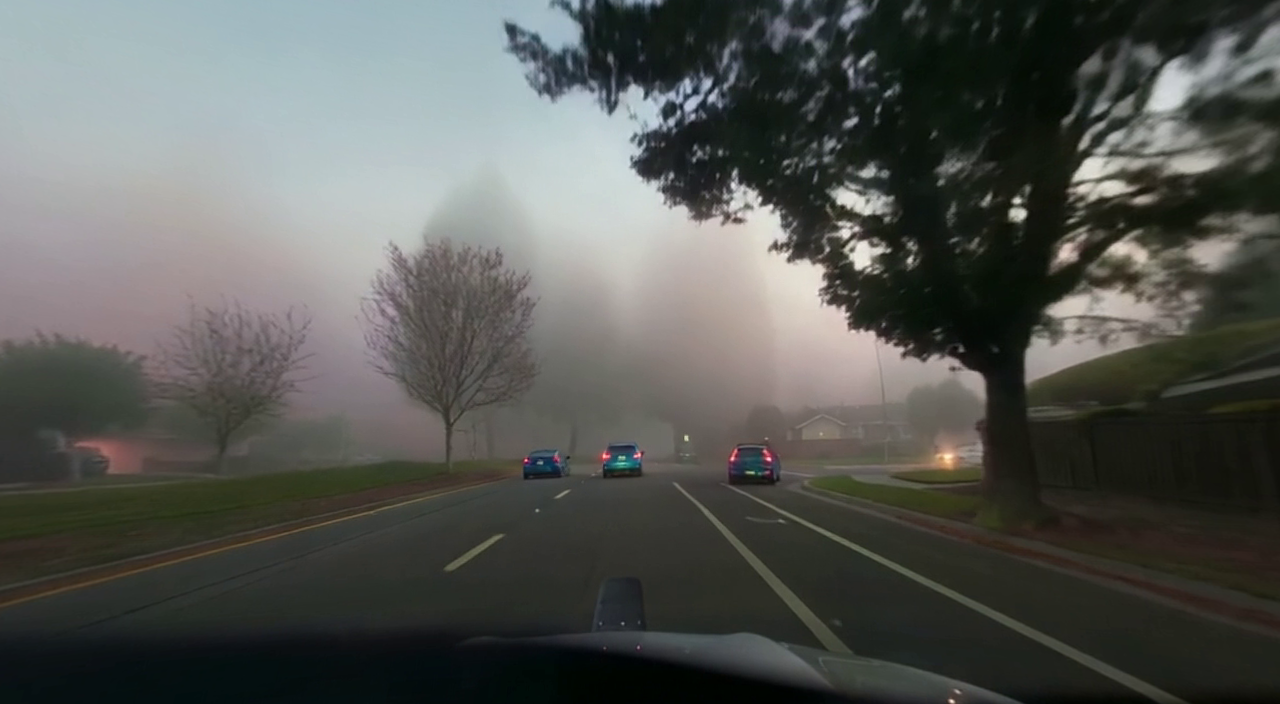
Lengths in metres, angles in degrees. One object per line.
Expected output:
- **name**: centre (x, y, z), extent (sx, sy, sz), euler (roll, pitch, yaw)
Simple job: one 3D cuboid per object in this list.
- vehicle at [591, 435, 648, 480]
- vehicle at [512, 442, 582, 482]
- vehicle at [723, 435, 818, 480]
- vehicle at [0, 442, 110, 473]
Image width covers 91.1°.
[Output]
- **vehicle**: centre (-0.789, 4.452, 26.748), extent (2.220, 1.742, 4.047), euler (0, -8, 1)
- **vehicle**: centre (-3.628, 4.370, 25.328), extent (2.032, 1.433, 4.458), euler (0, -8, 1)
- **vehicle**: centre (5.615, 4.413, 26.561), extent (2.192, 1.677, 4.820), euler (-6, -10, 34)
- **vehicle**: centre (-33.564, 6.017, 35.946), extent (4.600, 1.698, 1.993), euler (0, -8, 2)
